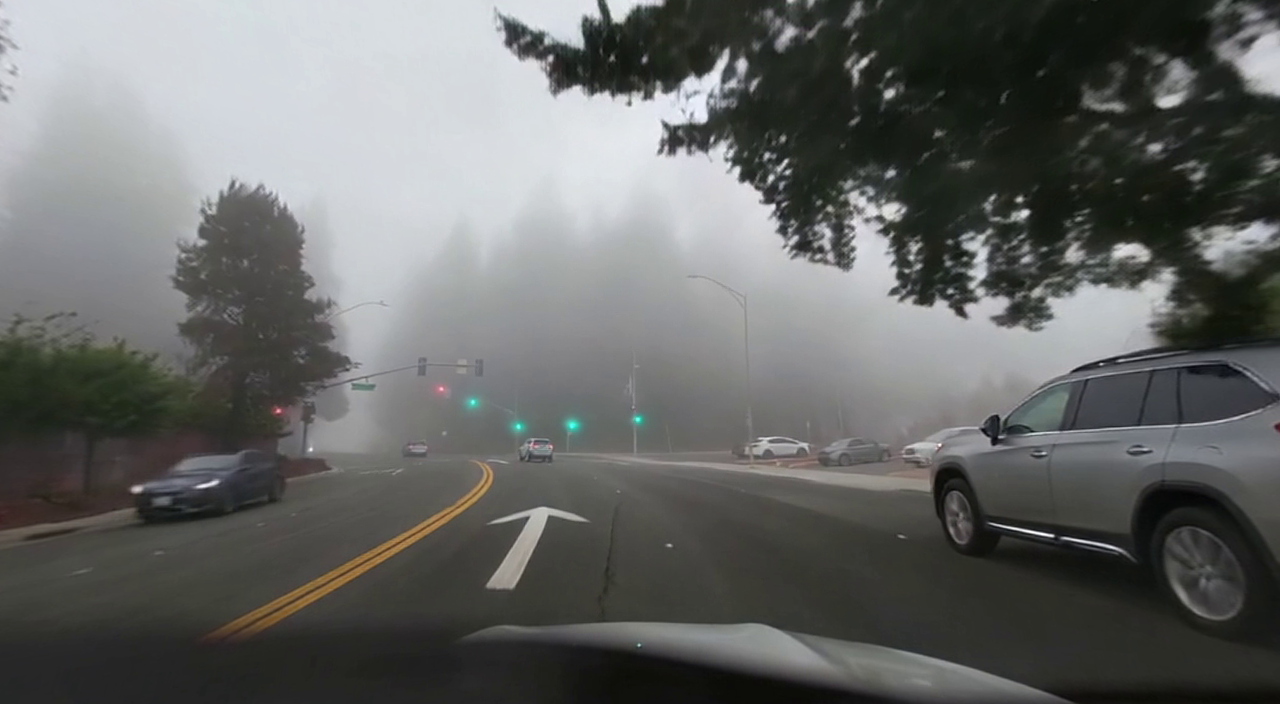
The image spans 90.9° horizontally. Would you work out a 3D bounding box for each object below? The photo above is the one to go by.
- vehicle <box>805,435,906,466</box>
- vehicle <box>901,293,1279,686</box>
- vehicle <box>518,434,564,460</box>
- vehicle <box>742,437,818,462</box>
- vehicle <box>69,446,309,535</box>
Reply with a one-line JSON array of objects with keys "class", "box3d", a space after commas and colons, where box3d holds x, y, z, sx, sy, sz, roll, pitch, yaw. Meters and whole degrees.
[{"class": "vehicle", "box3d": [10.844, 4.944, 31.740, 4.426, 1.461, 1.996, 2, -9, -17]}, {"class": "vehicle", "box3d": [4.579, 1.024, 5.341, 2.338, 2.063, 5.592, 0, -8, 0]}, {"class": "vehicle", "box3d": [-7.067, 6.696, 44.562, 2.138, 1.729, 4.178, 4, -9, -24]}, {"class": "vehicle", "box3d": [8.783, 6.114, 39.717, 4.169, 1.527, 2.053, 2, -9, -15]}, {"class": "vehicle", "box3d": [-8.770, 2.670, 12.908, 2.090, 1.446, 4.483, 1, -9, -8]}]
